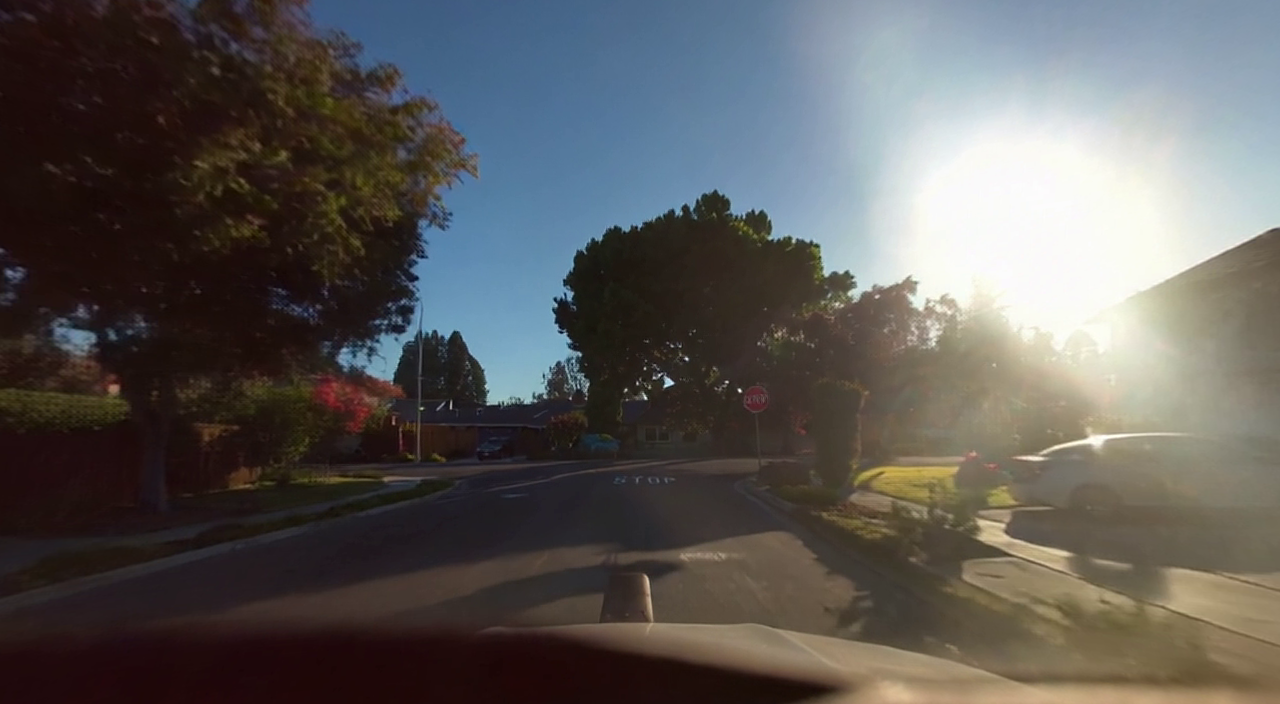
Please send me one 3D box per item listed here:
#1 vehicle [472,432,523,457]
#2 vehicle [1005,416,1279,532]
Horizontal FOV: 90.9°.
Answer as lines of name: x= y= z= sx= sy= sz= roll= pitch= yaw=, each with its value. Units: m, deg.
vehicle: x=-10.207 y=6.658 z=45.544 sx=1.883 sy=1.732 sz=4.038 roll=-2 pitch=-8 yaw=15
vehicle: x=8.145 y=1.755 z=9.424 sx=4.477 sy=1.506 sz=1.834 roll=-4 pitch=-9 yaw=27
